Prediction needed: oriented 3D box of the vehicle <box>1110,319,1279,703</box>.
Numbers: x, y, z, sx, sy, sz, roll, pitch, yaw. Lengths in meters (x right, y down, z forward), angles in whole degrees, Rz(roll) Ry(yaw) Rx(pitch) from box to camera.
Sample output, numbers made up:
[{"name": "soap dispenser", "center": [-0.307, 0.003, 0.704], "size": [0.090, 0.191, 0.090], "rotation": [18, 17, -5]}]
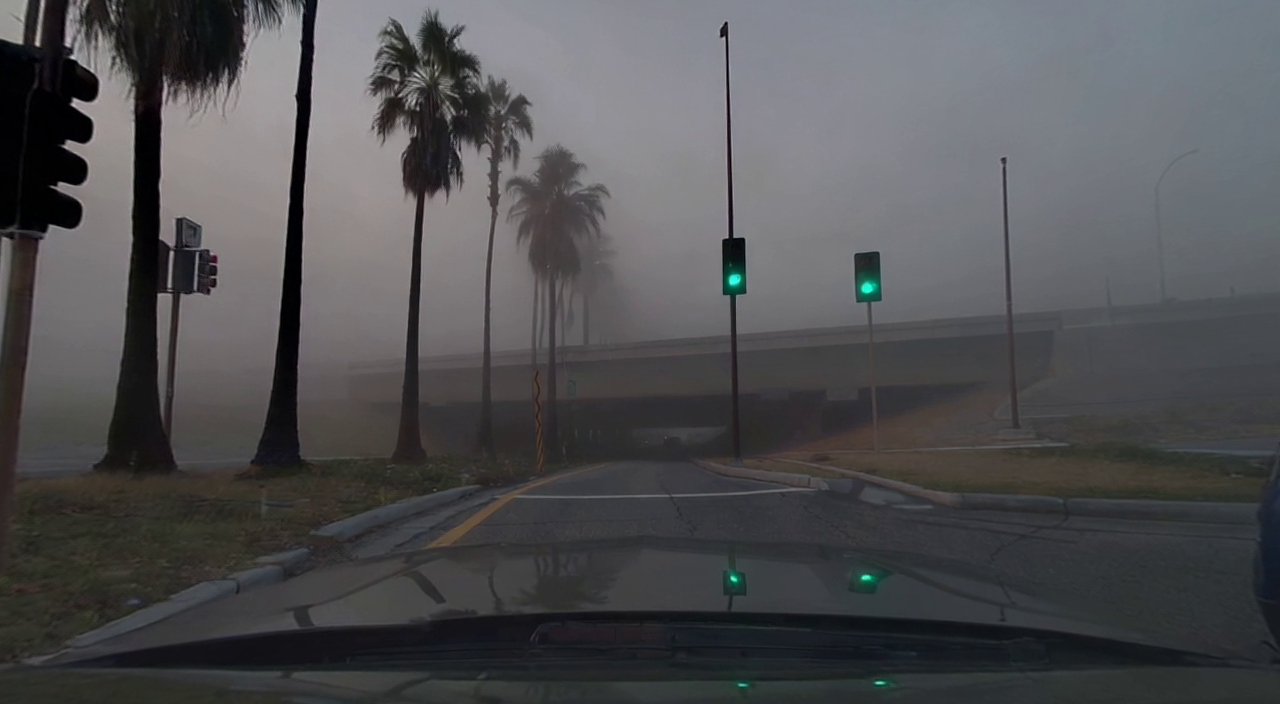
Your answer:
[{"name": "vehicle", "center": [3.457, 0.526, 0.801], "size": [2.028, 1.770, 4.737], "rotation": [0, -9, 0]}]

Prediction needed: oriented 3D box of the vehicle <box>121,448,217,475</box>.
[{"name": "vehicle", "center": [-26.564, 6.164, 35.687], "size": [1.830, 1.443, 4.551], "rotation": [0, -9, 2]}]

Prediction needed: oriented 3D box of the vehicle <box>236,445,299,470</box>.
[{"name": "vehicle", "center": [-26.265, 7.423, 44.557], "size": [1.941, 1.631, 4.017], "rotation": [0, -9, 0]}]
